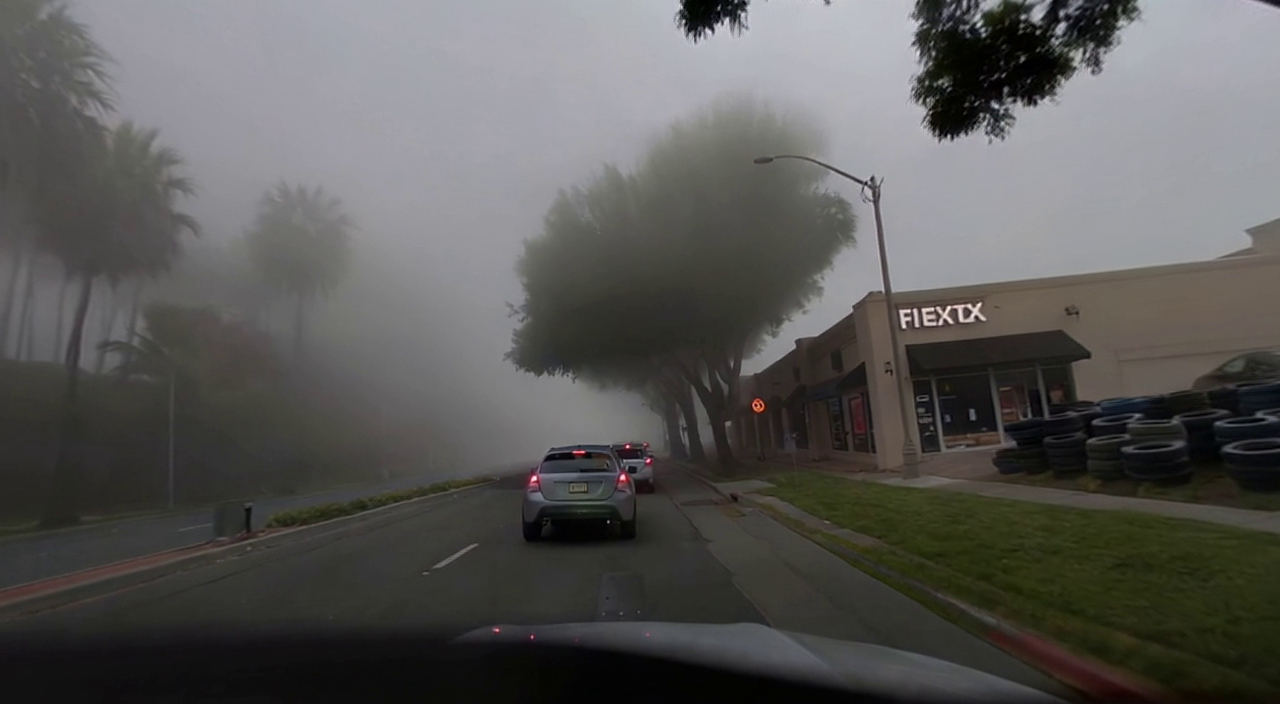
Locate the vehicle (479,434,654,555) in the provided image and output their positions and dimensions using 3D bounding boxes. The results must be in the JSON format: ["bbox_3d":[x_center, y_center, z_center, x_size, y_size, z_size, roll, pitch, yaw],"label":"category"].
[{"bbox_3d":[-0.972,2.087,9.983,2.169,1.495,4.048,0,-8,-2],"label":"vehicle"}]

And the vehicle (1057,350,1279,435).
[{"bbox_3d":[13.385,1.194,16.349,1.854,1.693,4.798,-1,-10,0],"label":"vehicle"}]
